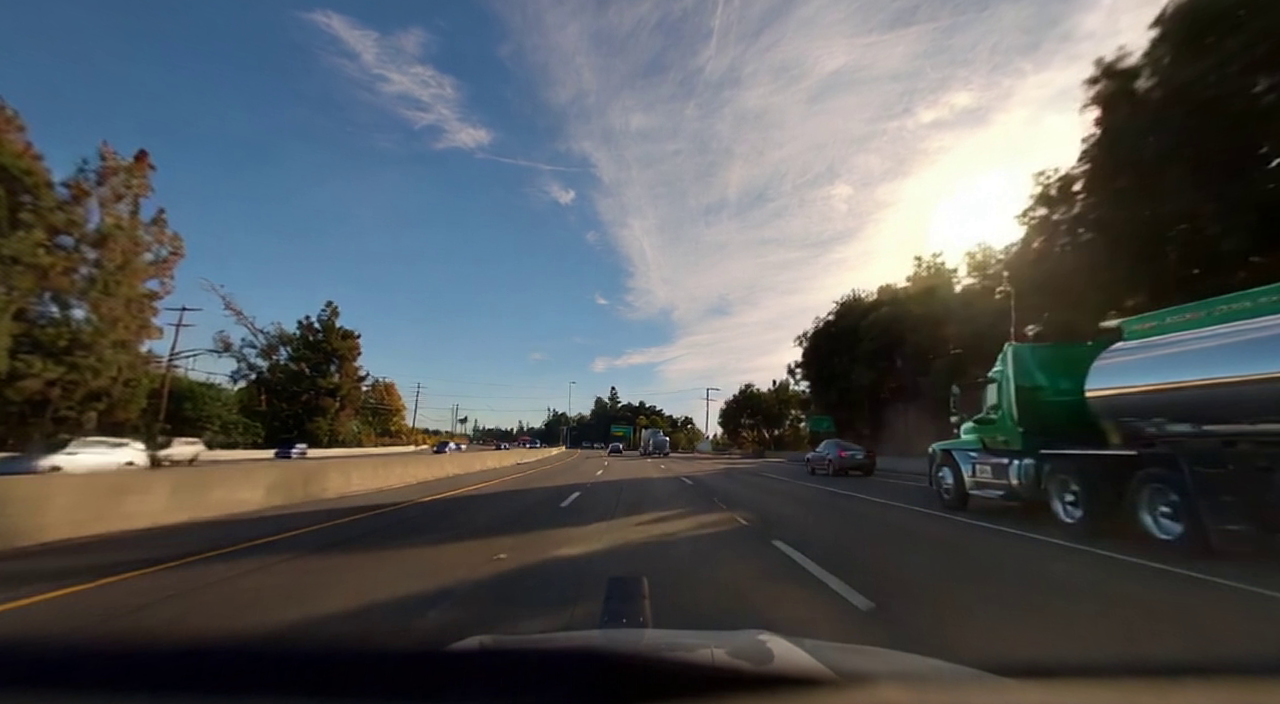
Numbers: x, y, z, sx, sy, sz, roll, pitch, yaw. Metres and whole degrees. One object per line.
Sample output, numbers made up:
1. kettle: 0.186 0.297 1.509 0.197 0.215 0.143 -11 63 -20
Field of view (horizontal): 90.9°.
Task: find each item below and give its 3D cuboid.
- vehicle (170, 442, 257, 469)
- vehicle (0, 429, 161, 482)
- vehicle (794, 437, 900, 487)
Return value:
1. vehicle: -25.347 6.162 37.711 2.173 1.484 4.570 0 -8 -2
2. vehicle: -21.411 3.959 24.318 2.046 1.806 4.883 0 -8 -1
3. vehicle: 6.806 3.656 21.358 1.905 1.480 4.624 0 -8 -2
